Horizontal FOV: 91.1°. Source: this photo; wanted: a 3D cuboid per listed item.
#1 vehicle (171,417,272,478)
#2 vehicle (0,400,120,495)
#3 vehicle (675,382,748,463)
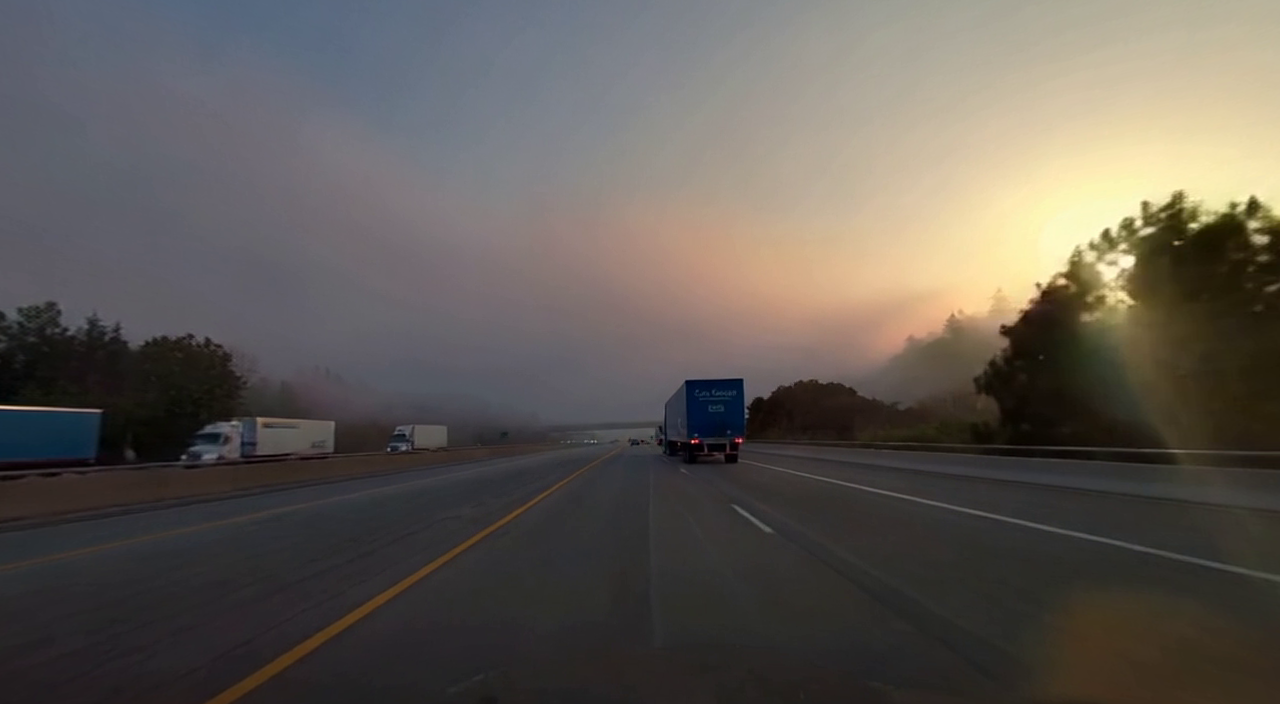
[{"bbox_3d":[-30.699,6.964,46.516,2.964,4.145,6.342,0,-7,0],"label":"vehicle"},{"bbox_3d":[-29.800,4.183,27.458,2.944,4.141,14.436,0,-8,-5],"label":"vehicle"},{"bbox_3d":[3.642,3.934,34.299,2.888,3.866,8.380,0,-8,-1],"label":"vehicle"}]
